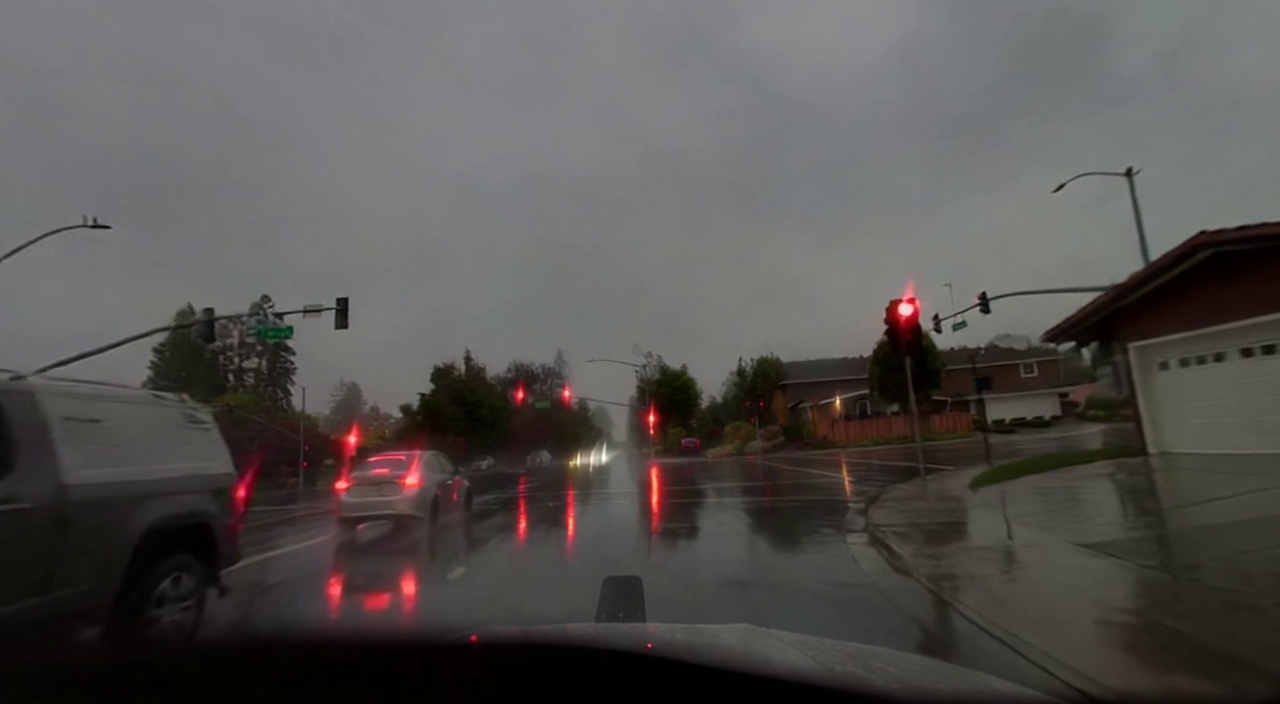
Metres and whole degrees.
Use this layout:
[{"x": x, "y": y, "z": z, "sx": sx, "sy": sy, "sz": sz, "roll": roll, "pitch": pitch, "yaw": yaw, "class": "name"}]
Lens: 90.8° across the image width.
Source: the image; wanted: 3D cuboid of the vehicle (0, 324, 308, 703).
[{"x": -3.512, "y": 0.810, "z": 2.377, "sx": 2.041, "sy": 1.834, "sz": 4.679, "roll": 0, "pitch": -9, "yaw": -1, "class": "vehicle"}]

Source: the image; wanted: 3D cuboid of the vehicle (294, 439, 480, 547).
[{"x": -4.170, "y": 2.344, "z": 11.143, "sx": 1.777, "sy": 1.537, "sz": 3.831, "roll": 0, "pitch": -9, "yaw": -2, "class": "vehicle"}]
